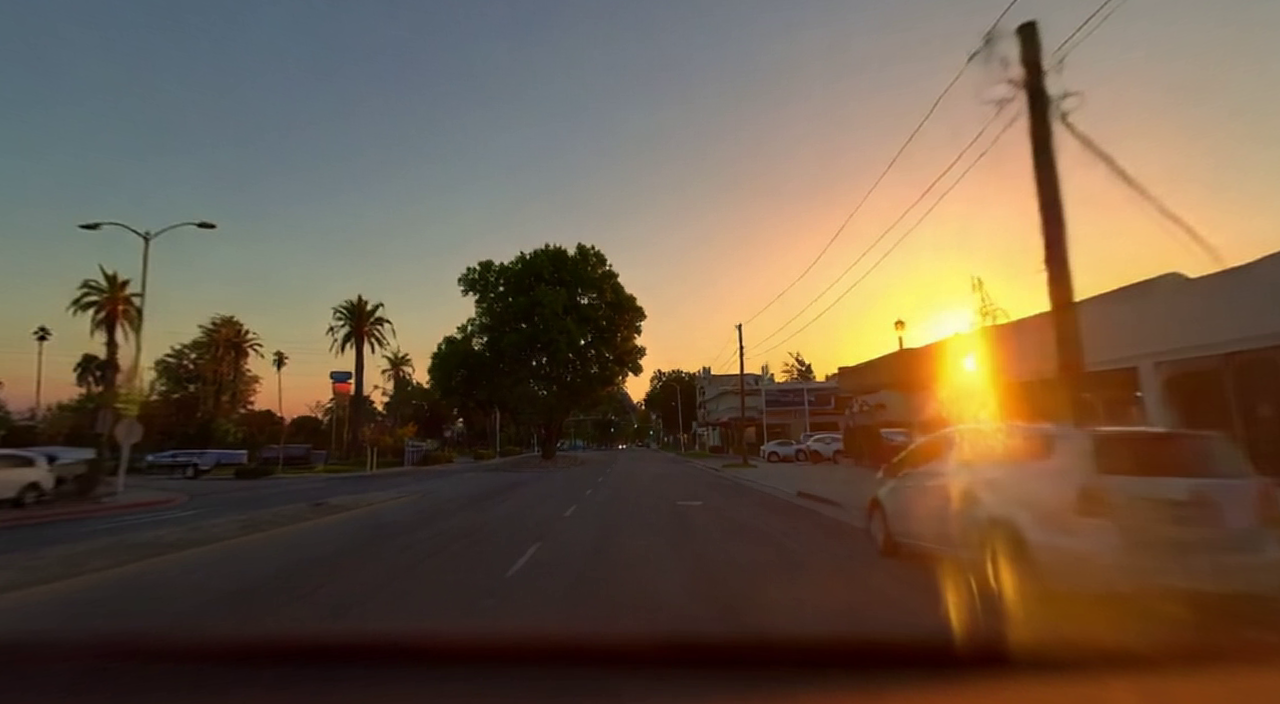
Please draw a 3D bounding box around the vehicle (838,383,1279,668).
[{"bbox_3d":[3.761,1.407,6.165,2.138,1.743,4.363,1,-9,-2],"label":"vehicle"}]

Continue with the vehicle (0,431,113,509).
[{"bbox_3d":[-19.411,3.687,20.195,6.167,2.125,2.526,-7,-10,38],"label":"vehicle"}]
